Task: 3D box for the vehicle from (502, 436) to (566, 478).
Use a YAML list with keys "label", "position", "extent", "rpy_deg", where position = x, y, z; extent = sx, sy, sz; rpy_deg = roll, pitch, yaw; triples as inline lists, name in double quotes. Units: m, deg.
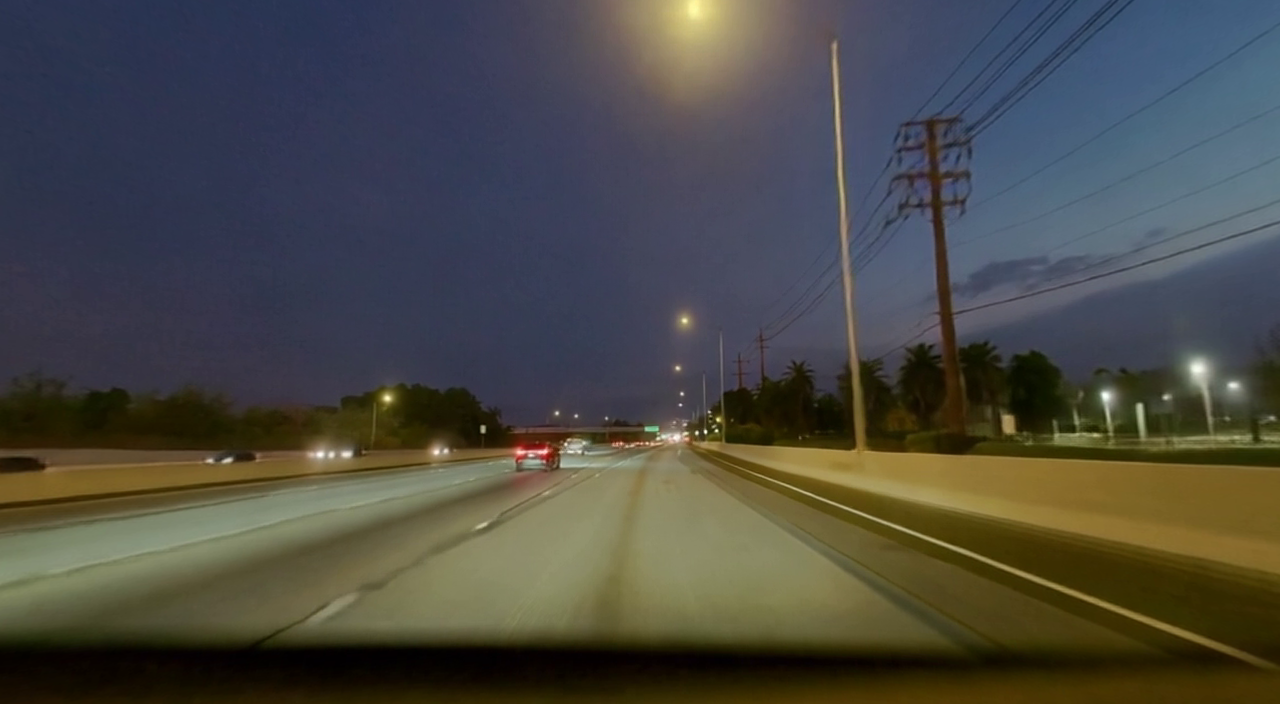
- label: "vehicle"
  position: [-4.343, 4.354, 26.526]
  extent: [2.029, 1.609, 3.935]
  rpy_deg: [0, -8, -1]
